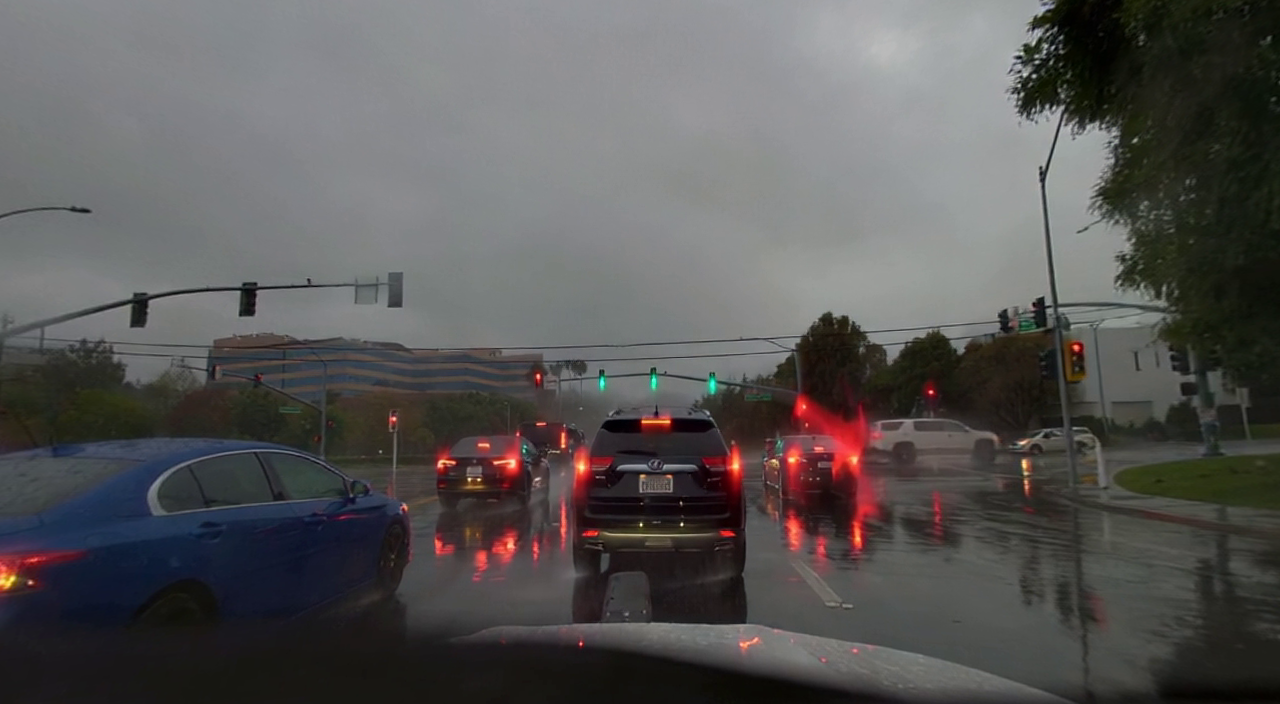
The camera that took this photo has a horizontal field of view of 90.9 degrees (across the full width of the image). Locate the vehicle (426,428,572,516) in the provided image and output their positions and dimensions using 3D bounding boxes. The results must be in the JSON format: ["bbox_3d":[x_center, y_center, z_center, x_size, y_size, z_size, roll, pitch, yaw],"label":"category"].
[{"bbox_3d":[-2.684,2.391,13.084,1.851,1.502,4.042,0,-8,4],"label":"vehicle"}]

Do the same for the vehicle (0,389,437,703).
[{"bbox_3d":[-3.220,1.197,4.401,1.958,1.494,4.624,0,-8,2],"label":"vehicle"}]

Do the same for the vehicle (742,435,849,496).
[{"bbox_3d":[4.096,3.057,17.339,1.979,1.453,4.011,0,-8,1],"label":"vehicle"}]

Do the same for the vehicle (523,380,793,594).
[{"bbox_3d":[0.203,1.467,7.654,2.300,1.832,4.331,0,-8,1],"label":"vehicle"}]

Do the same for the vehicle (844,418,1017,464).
[{"bbox_3d":[13.361,4.208,29.666,6.879,1.984,2.808,-2,-9,15],"label":"vehicle"}]
